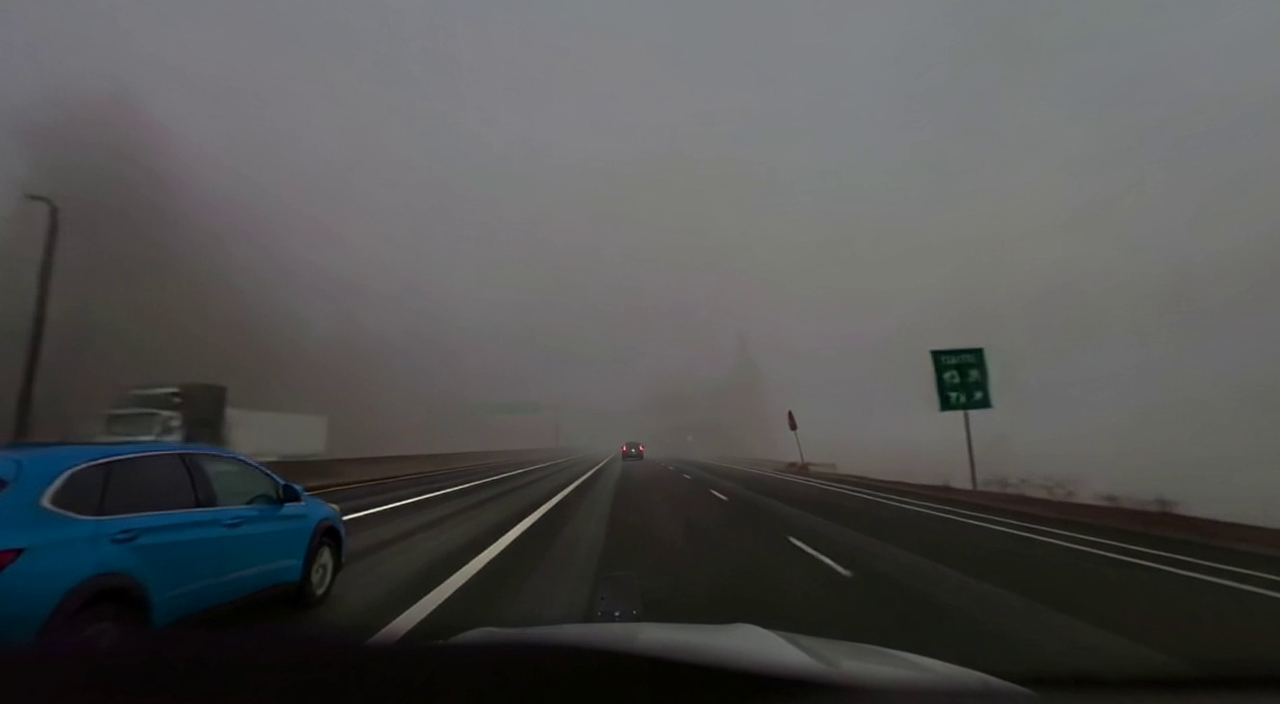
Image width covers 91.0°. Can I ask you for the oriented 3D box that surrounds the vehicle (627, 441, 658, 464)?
[{"bbox_3d":[0.128,6.820,42.920,2.028,1.440,3.690,0,-8,-1],"label":"vehicle"}]
